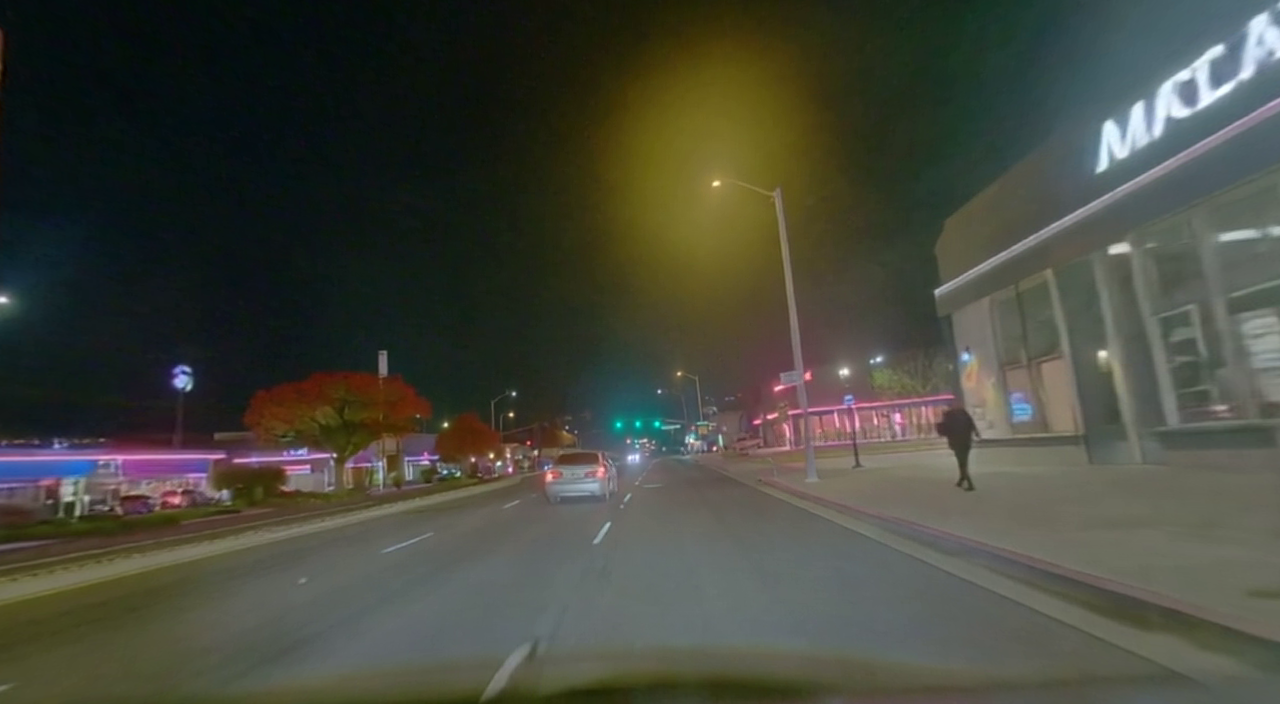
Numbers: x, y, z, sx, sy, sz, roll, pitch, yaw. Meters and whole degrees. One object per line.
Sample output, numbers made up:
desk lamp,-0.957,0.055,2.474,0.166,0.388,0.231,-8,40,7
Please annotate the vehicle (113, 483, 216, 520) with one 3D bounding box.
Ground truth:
vehicle,-28.068,8.791,37.471,1.984,1.726,4.592,-2,-8,12

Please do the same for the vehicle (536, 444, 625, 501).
vehicle,-1.579,3.412,18.366,1.977,1.451,4.032,-1,-8,3
